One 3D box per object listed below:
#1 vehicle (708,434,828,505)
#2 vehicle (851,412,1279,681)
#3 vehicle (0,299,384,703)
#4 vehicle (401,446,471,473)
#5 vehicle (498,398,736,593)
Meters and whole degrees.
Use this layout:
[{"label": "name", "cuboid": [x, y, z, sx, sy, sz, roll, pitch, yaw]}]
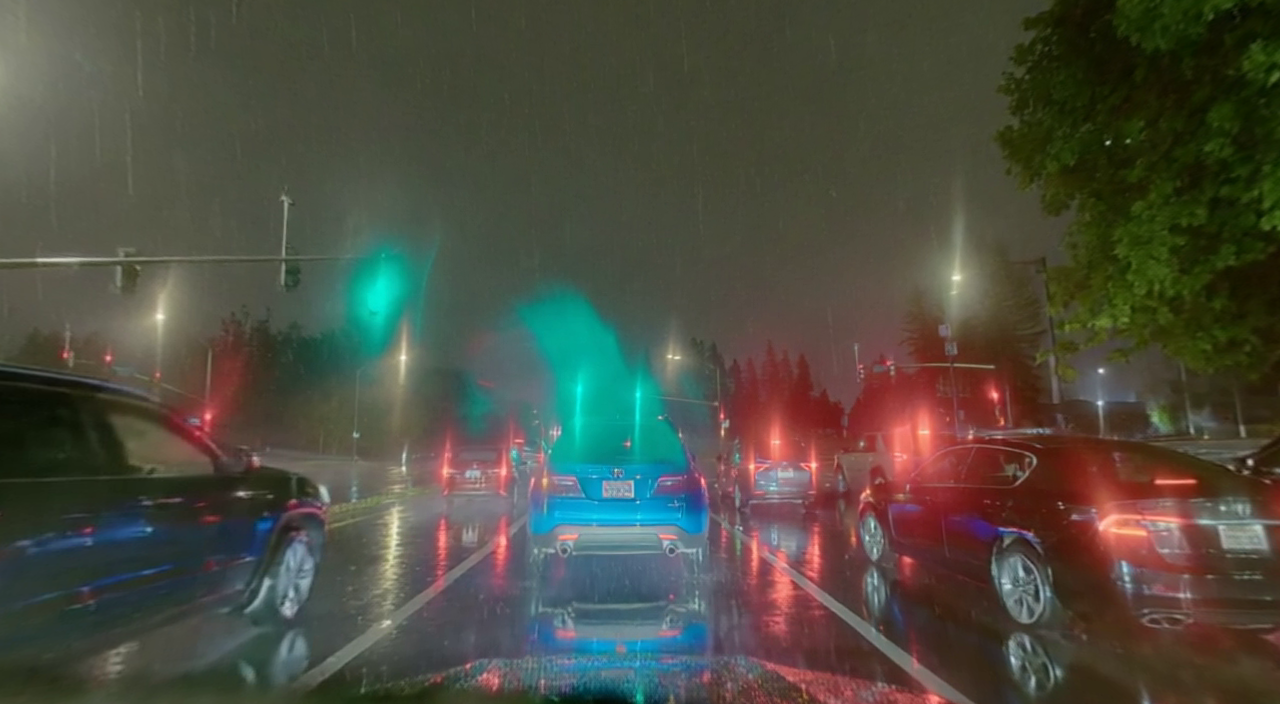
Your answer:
[{"label": "vehicle", "cuboid": [2.996, 2.853, 15.777, 1.950, 1.506, 4.086, 0, -8, -3]}, {"label": "vehicle", "cuboid": [3.621, 1.394, 5.701, 1.861, 1.478, 4.185, 0, -8, -2]}, {"label": "vehicle", "cuboid": [-3.279, 0.827, 2.824, 2.186, 1.794, 4.972, 0, -8, 0]}, {"label": "vehicle", "cuboid": [-11.994, 6.232, 37.000, 4.369, 1.466, 1.791, -7, -11, 40]}, {"label": "vehicle", "cuboid": [-0.265, 1.553, 7.628, 2.101, 1.707, 3.904, 0, -8, -2]}]
